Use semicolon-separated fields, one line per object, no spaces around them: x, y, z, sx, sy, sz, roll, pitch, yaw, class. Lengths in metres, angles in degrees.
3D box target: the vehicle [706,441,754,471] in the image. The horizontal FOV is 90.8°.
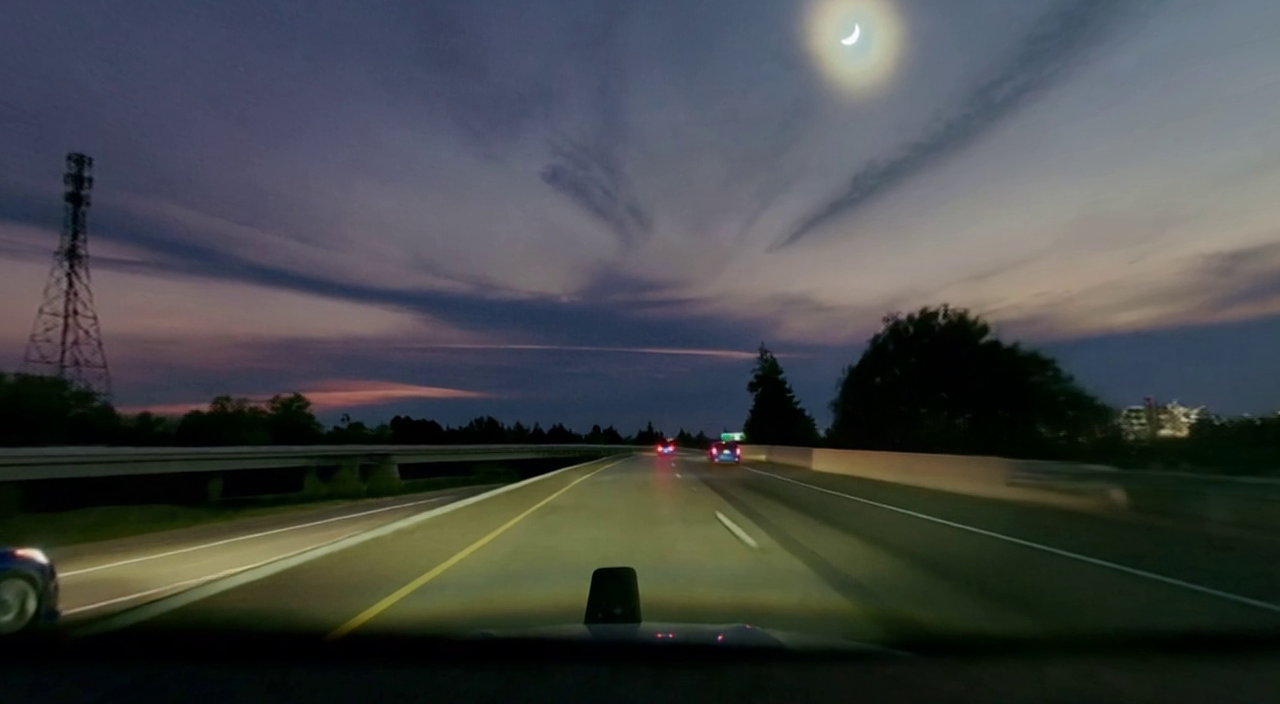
4.789;5.600;34.265;2.030;1.526;4.165;0;-8;1;vehicle
